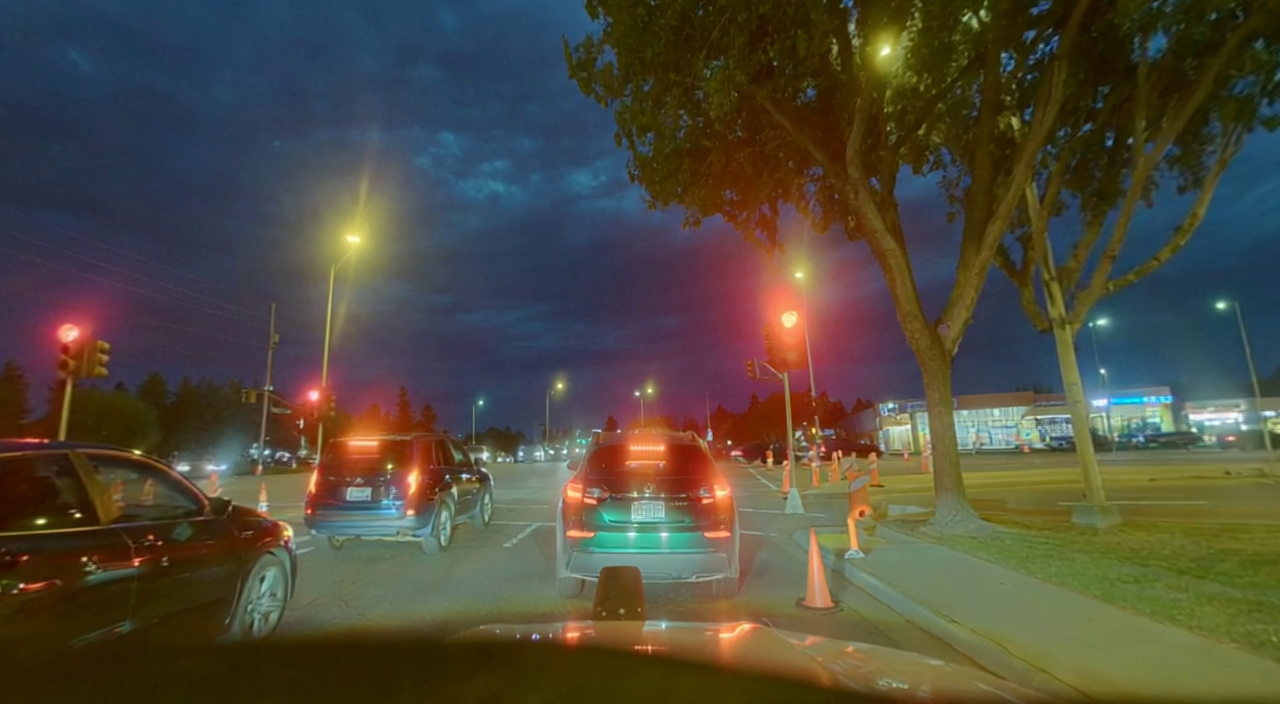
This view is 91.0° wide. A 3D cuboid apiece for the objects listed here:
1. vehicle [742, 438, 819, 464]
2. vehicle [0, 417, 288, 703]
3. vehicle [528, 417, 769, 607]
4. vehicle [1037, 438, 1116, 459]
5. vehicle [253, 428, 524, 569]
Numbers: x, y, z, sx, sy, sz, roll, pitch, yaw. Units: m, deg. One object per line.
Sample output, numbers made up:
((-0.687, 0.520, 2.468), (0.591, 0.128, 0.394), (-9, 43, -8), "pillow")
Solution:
((9.295, 6.568, 41.787), (4.805, 1.688, 1.923), (-2, -9, 14), "vehicle")
((-3.588, 0.949, 2.144), (1.964, 1.497, 4.722), (0, -9, 1), "vehicle")
((0.113, 1.628, 7.211), (2.021, 1.560, 3.676), (0, -9, 1), "vehicle")
((32.715, 7.253, 47.218), (4.581, 1.480, 1.752), (1, -9, 0), "vehicle")
((-3.270, 1.998, 9.444), (1.989, 1.541, 4.626), (0, -9, 2), "vehicle")
